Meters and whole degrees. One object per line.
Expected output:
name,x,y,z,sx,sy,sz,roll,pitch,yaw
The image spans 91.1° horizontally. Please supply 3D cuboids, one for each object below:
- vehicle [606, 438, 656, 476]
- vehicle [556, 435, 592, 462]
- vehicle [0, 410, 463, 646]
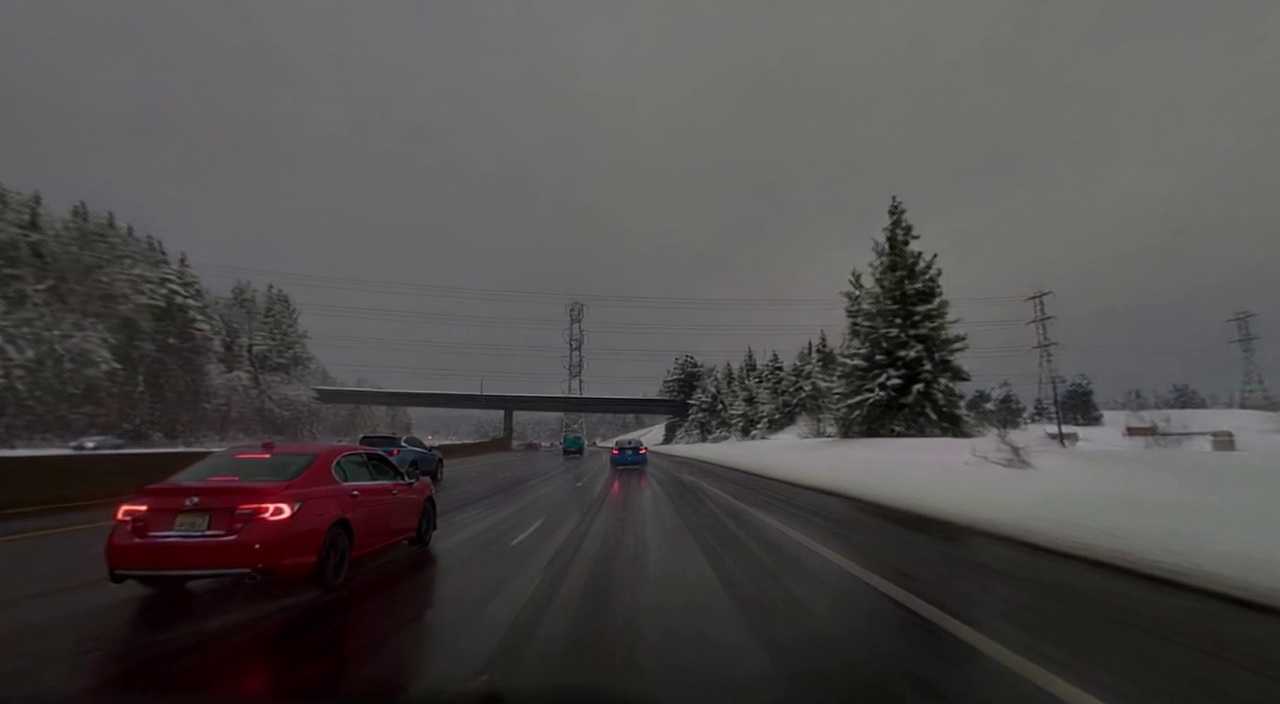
vehicle,-0.394,4.353,26.326,1.954,1.460,3.983,0,-8,-2
vehicle,-4.719,6.986,45.513,2.174,1.806,3.932,0,-8,-1
vehicle,-3.511,1.478,6.434,2.035,1.514,4.600,0,-8,0
